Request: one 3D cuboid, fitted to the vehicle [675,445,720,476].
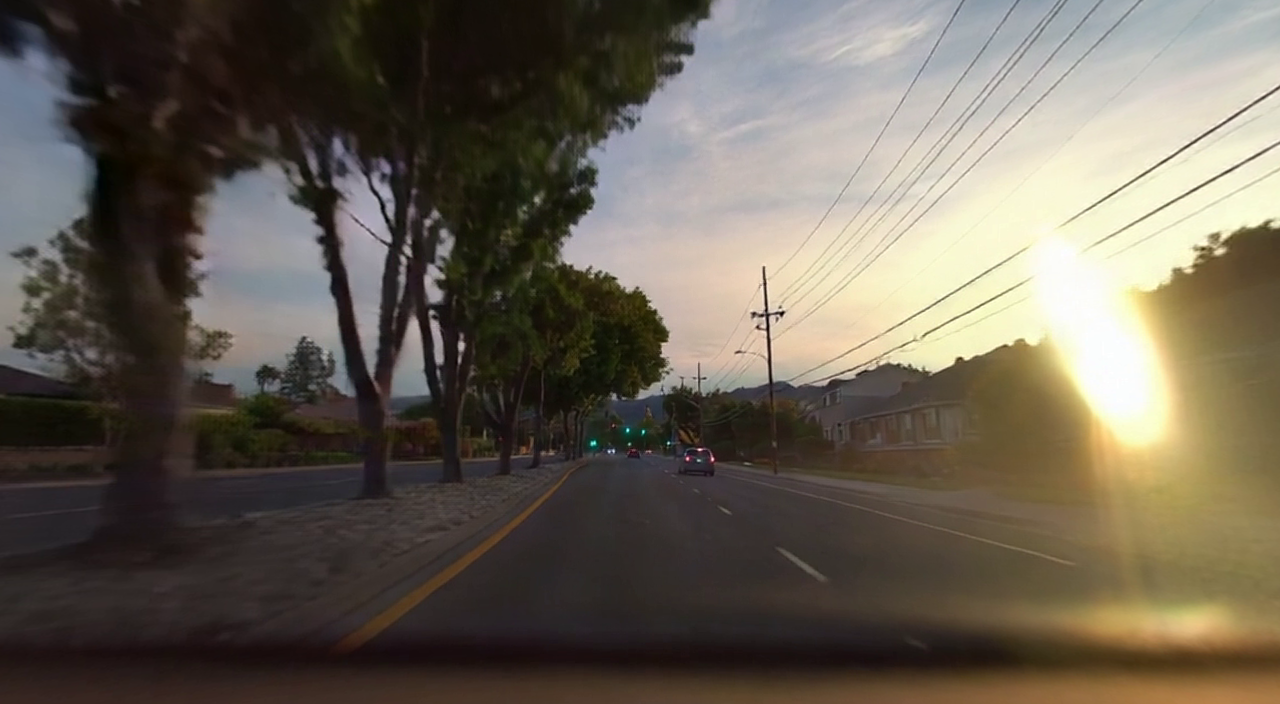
[{"bbox_3d":[3.462,6.576,38.564,2.240,1.781,4.433,0,-8,-1],"label":"vehicle"}]
